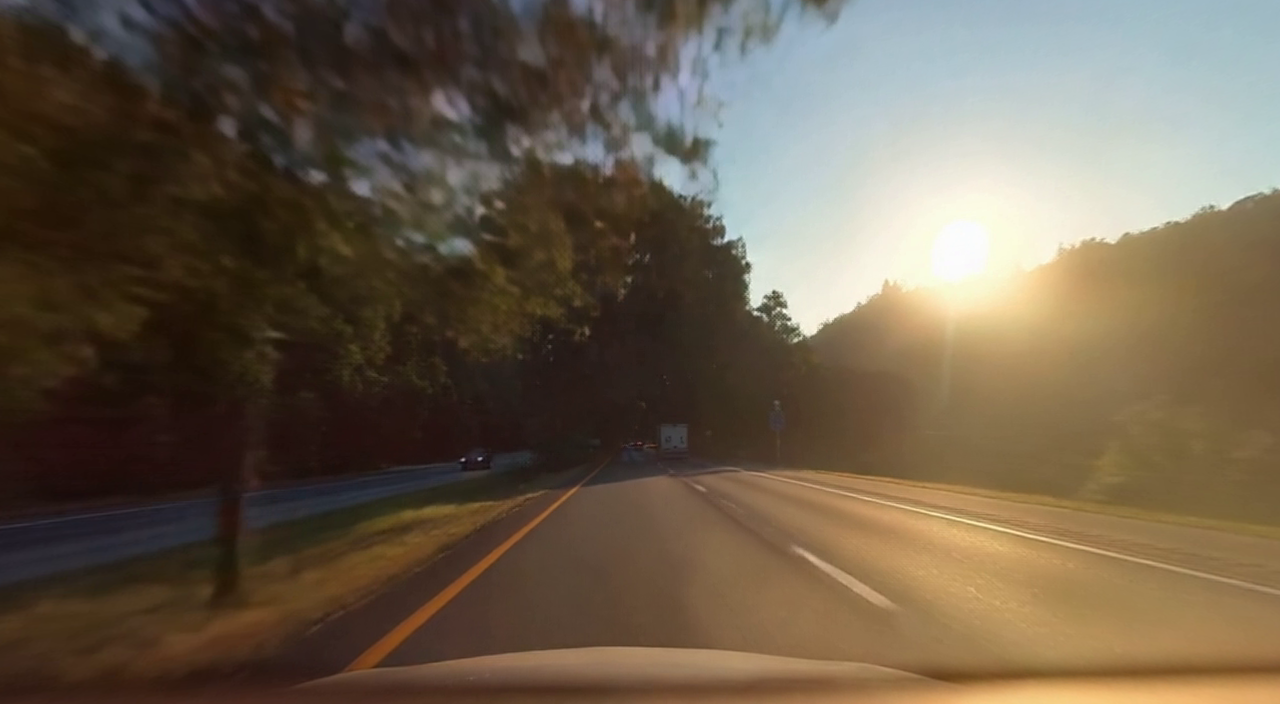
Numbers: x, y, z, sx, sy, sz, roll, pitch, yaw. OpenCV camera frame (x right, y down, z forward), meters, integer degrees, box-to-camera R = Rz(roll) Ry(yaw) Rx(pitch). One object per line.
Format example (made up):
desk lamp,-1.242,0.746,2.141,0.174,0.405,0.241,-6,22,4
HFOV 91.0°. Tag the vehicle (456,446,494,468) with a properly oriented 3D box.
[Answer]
vehicle,-13.079,8.319,49.984,1.989,1.612,3.884,0,-8,-1
